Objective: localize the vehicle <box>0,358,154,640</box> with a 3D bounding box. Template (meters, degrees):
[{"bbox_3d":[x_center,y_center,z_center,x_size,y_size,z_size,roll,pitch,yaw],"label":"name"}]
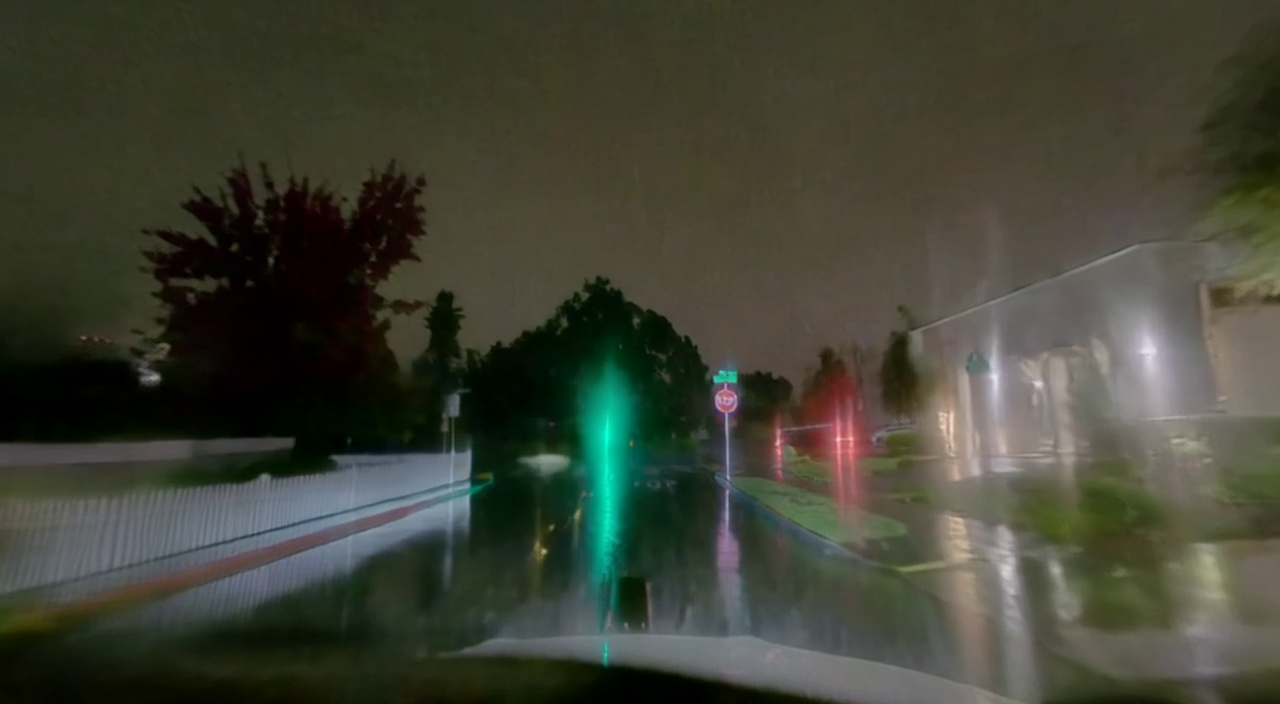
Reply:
[{"bbox_3d":[-5.602,0.795,2.488,2.308,1.899,6.107,-1,-7,3],"label":"vehicle"}]
